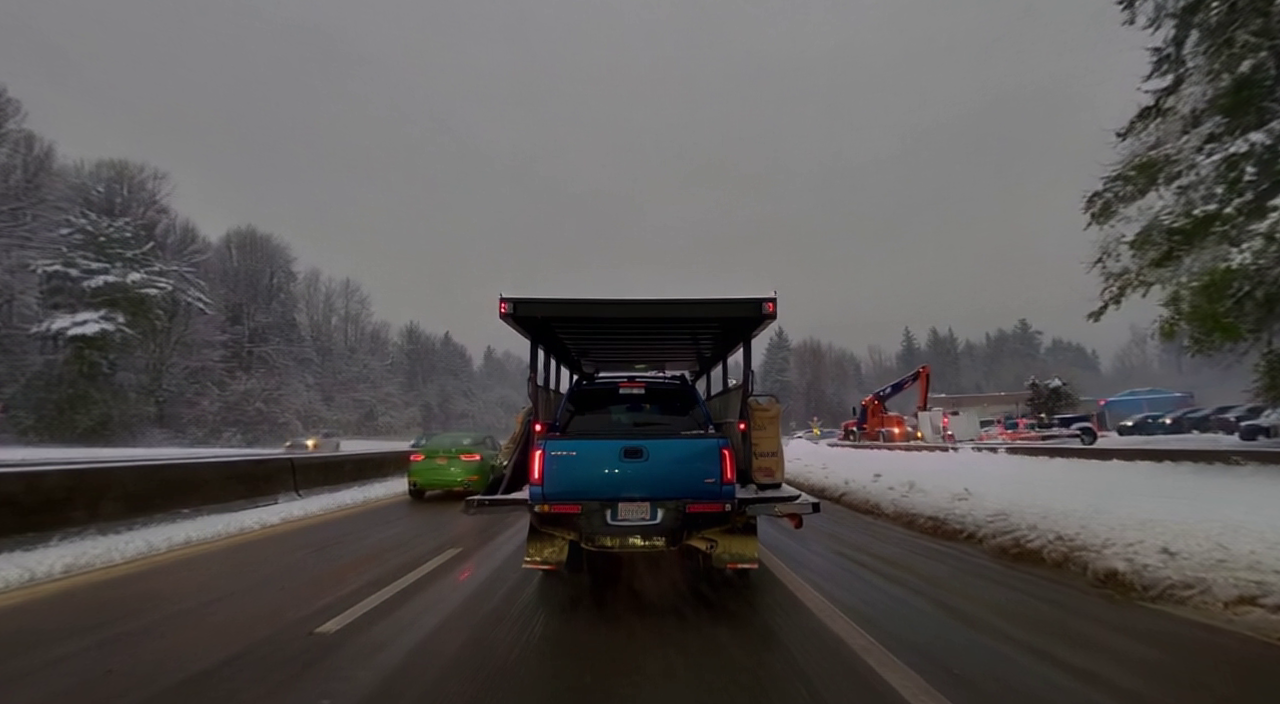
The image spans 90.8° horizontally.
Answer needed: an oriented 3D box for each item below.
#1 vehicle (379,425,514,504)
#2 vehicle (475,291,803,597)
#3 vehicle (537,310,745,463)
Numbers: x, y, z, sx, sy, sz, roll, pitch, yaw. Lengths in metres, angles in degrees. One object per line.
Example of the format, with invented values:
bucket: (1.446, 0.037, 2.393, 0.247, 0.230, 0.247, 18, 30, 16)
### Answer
vehicle: (-4.586, 2.736, 15.826, 2.057, 1.665, 4.572, 0, -9, -2)
vehicle: (-0.182, 1.523, 10.610, 2.735, 2.597, 10.435, 0, -9, -2)
vehicle: (-0.064, 0.701, 8.970, 2.156, 1.604, 4.680, 0, -9, -2)
